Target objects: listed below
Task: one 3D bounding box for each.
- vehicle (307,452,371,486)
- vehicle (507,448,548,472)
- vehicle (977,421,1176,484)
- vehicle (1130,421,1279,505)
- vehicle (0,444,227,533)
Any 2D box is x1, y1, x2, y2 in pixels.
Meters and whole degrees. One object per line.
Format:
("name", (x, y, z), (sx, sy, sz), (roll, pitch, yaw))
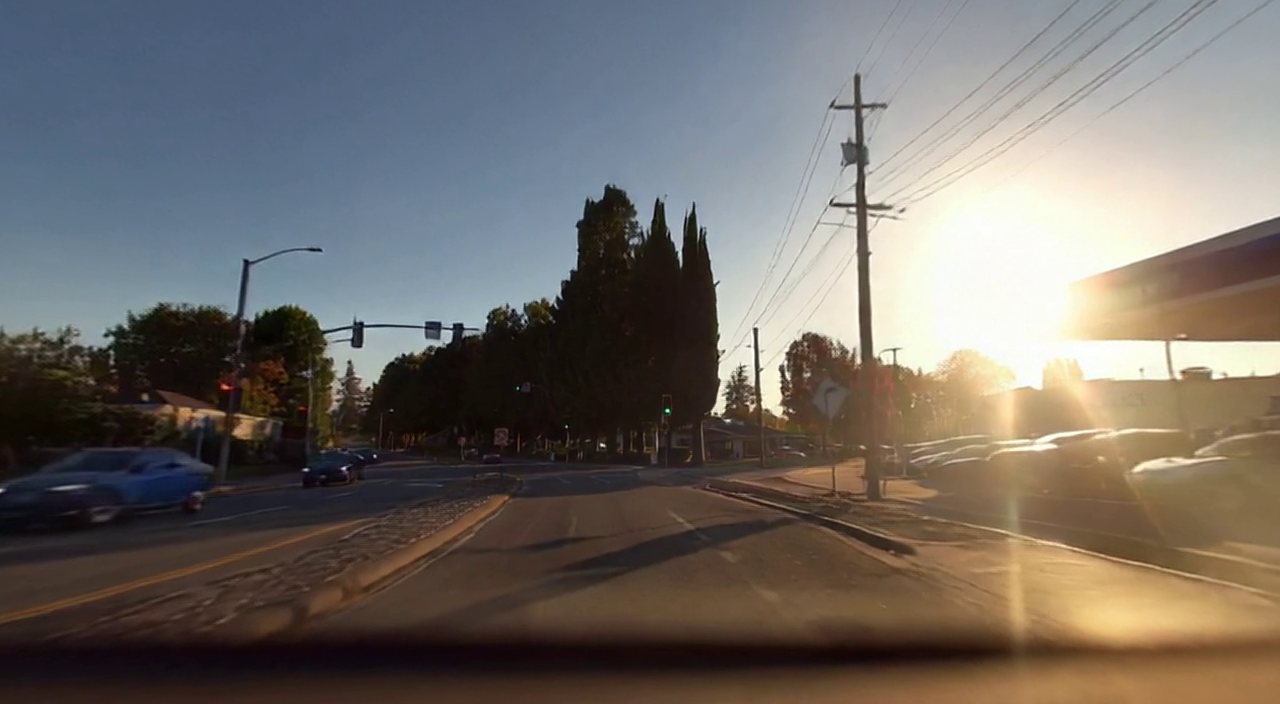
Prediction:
("vehicle", (-14.581, 5.646, 30.814), (1.863, 1.439, 4.351), (2, -9, -13))
("vehicle", (-7.746, 7.353, 43.228), (2.094, 1.500, 3.682), (3, -9, -21))
("vehicle", (13.411, 3.136, 19.689), (4.444, 1.815, 2.239), (0, -9, 2))
("vehicle", (14.242, 2.409, 13.966), (4.996, 1.720, 2.027), (-1, -8, 3))
("vehicle", (-11.270, 2.856, 13.849), (1.918, 1.628, 4.011), (1, -9, -5))
